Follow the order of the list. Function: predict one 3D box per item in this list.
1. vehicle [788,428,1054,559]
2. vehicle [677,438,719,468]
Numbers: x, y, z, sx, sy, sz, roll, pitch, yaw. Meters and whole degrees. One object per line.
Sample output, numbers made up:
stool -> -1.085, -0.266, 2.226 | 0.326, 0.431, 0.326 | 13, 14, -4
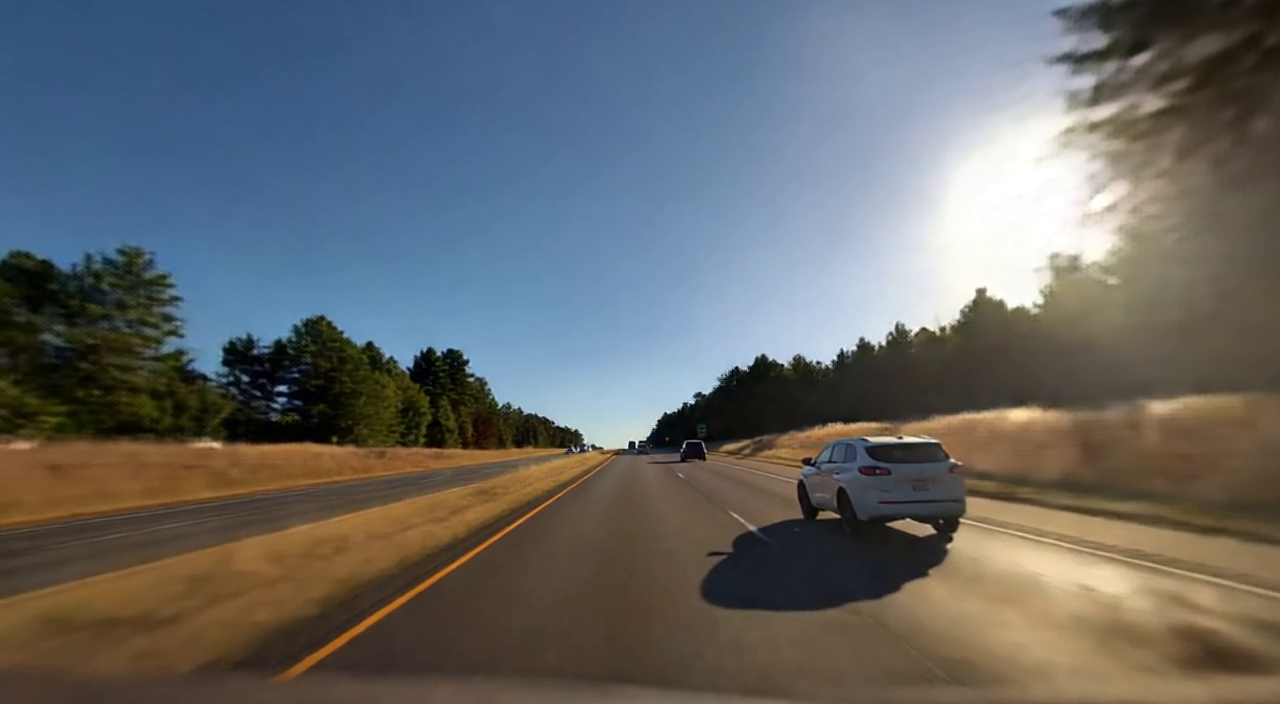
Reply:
vehicle -> 3.828, 1.972, 9.589 | 1.999, 1.501, 4.221 | 0, -8, -2
vehicle -> 3.393, 5.995, 37.567 | 2.043, 1.673, 4.016 | 0, -8, -2
